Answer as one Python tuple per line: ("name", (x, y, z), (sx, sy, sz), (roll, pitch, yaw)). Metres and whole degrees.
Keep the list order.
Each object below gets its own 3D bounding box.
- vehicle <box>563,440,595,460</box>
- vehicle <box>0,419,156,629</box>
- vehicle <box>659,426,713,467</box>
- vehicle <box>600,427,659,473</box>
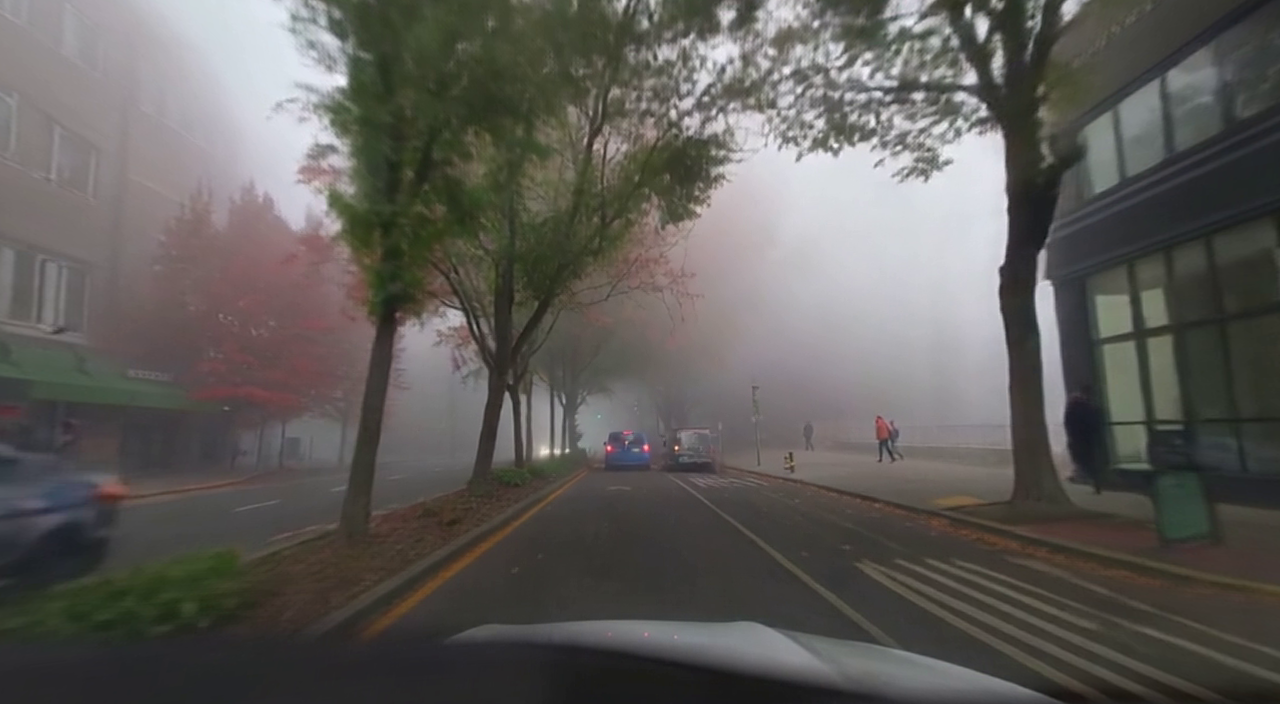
("vehicle", (-4.614, 7.456, 48.159), (2.096, 1.415, 4.515), (0, -8, -1))
("vehicle", (-5.566, 1.125, 3.736), (2.121, 1.489, 4.430), (1, -8, -5))
("vehicle", (2.301, 4.894, 32.674), (2.147, 1.968, 4.478), (1, -8, -4))
("vehicle", (-0.469, 4.036, 26.118), (2.274, 1.736, 4.083), (0, -8, -2))
